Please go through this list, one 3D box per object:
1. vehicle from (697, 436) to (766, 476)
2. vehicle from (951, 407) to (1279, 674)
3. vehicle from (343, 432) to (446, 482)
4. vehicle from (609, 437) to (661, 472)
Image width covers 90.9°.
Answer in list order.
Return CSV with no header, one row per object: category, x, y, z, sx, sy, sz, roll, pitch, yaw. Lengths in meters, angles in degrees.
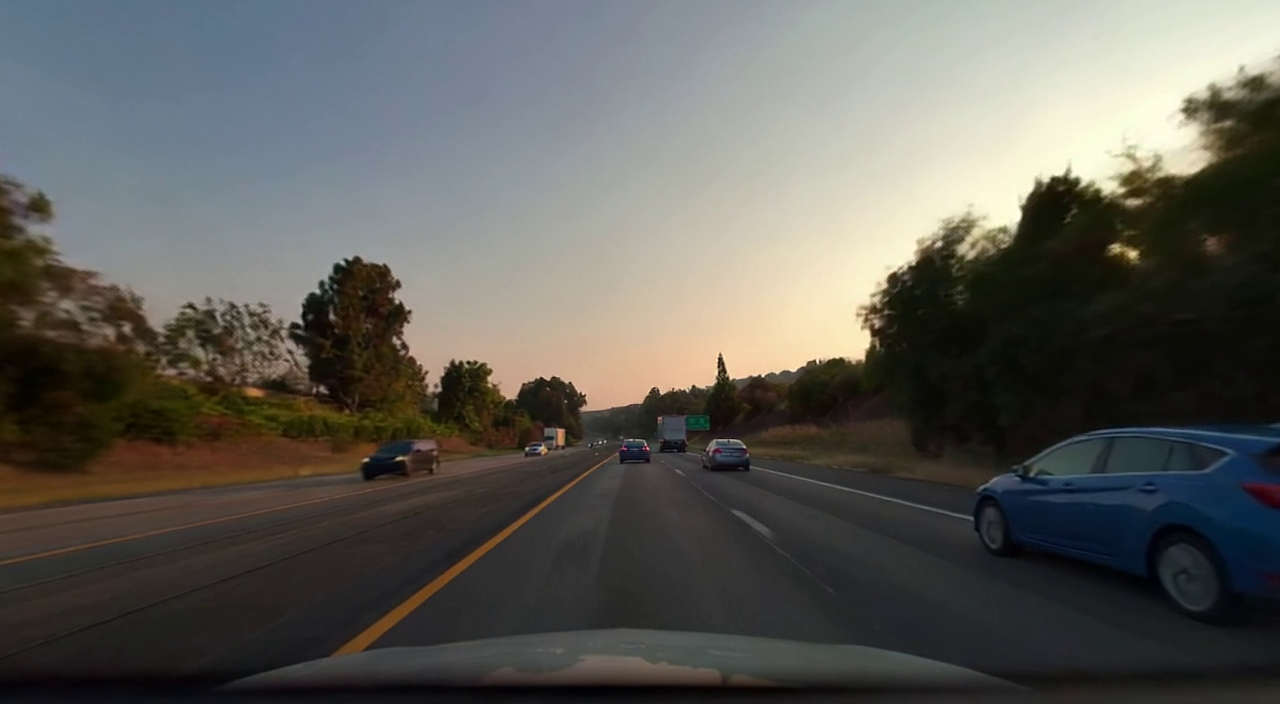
vehicle,3.607,4.150,25.651,2.004,1.469,4.472,0,-8,-2
vehicle,4.665,1.272,5.056,2.066,1.526,4.216,0,-8,-2
vehicle,-9.468,4.066,24.868,2.213,1.760,4.705,0,-8,-1
vehicle,-0.248,4.539,28.284,2.143,1.466,3.693,0,-8,-1
